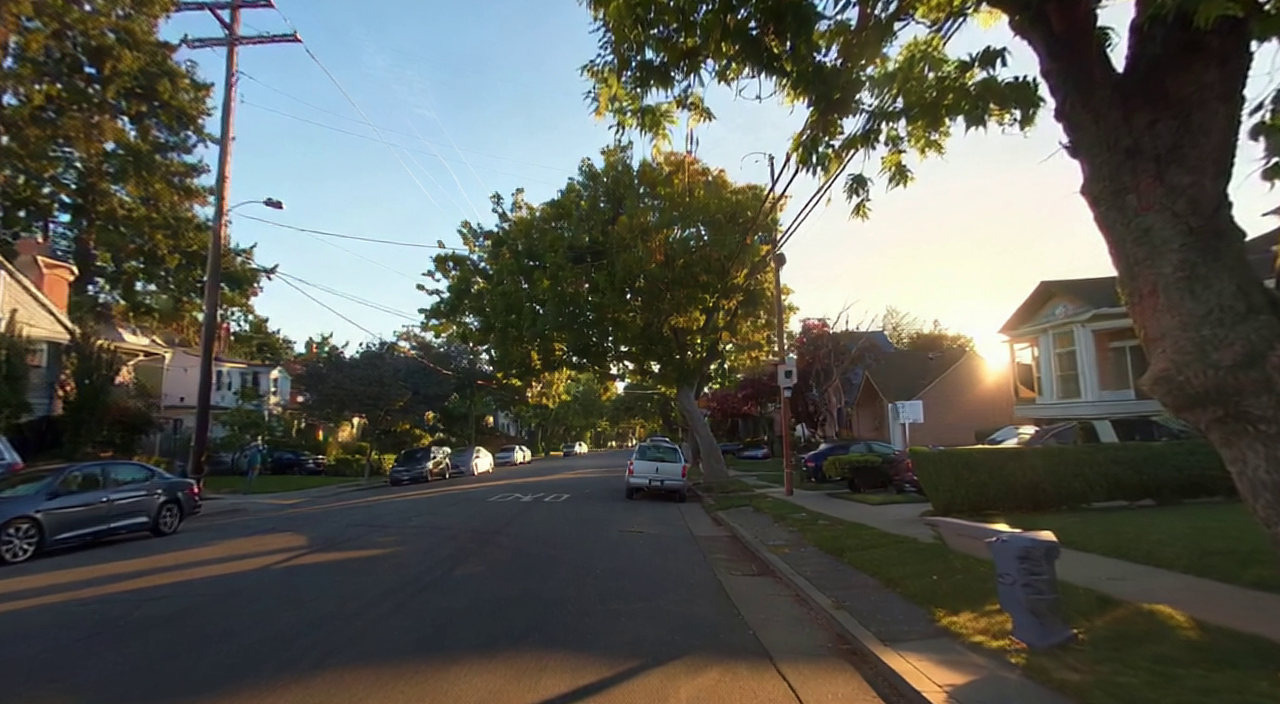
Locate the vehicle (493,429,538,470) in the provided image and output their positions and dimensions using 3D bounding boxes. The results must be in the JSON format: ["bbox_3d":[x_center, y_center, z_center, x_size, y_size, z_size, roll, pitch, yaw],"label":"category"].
[{"bbox_3d":[-9.447,7.460,48.539,2.199,2.902,5.848,0,-8,1],"label":"vehicle"}]

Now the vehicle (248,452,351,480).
[{"bbox_3d":[-18.206,6.100,33.935,4.481,1.420,1.712,1,-9,-3],"label":"vehicle"}]

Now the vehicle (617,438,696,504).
[{"bbox_3d":[0.469,3.134,16.987,1.908,1.572,3.105,0,-9,2],"label":"vehicle"}]

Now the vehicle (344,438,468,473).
[{"bbox_3d":[-13.978,6.208,38.051,6.488,2.009,2.354,0,-9,1],"label":"vehicle"}]

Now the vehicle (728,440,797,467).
[{"bbox_3d":[7.857,6.518,40.711,4.075,1.674,1.811,0,-9,0],"label":"vehicle"}]

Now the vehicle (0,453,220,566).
[{"bbox_3d":[-9.495,2.425,10.394,1.968,1.449,4.502,0,-9,2],"label":"vehicle"}]
